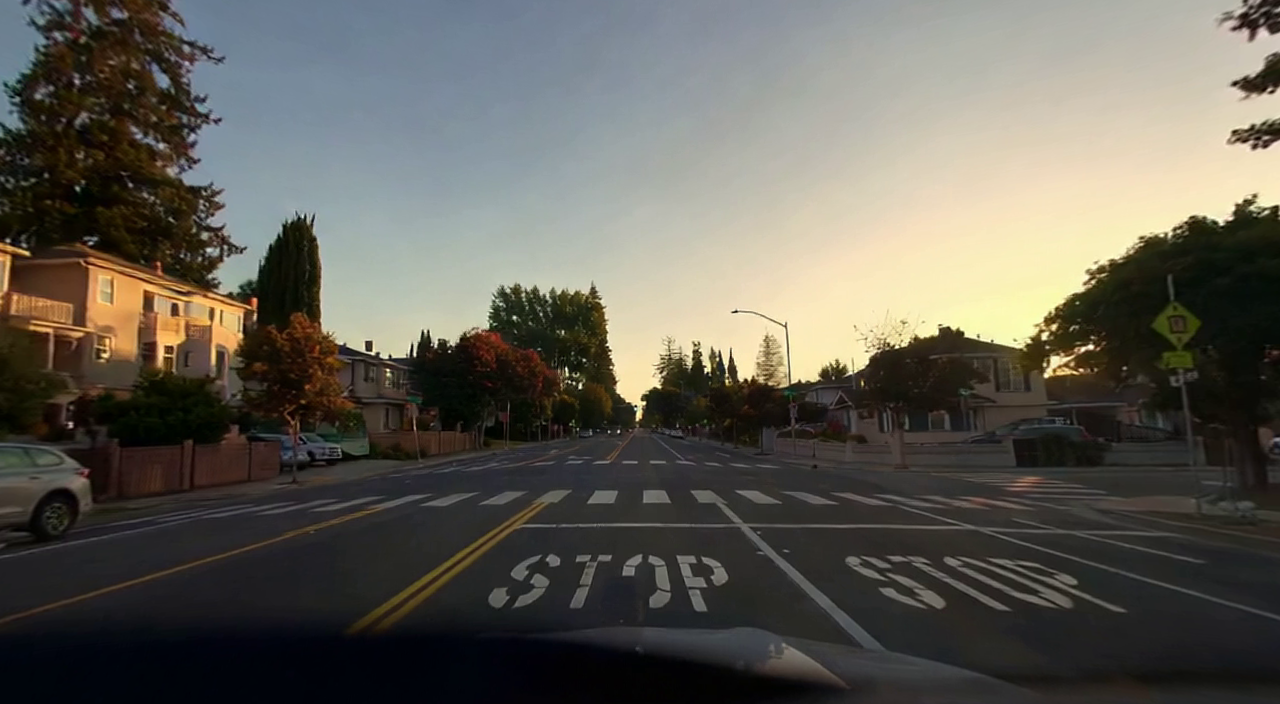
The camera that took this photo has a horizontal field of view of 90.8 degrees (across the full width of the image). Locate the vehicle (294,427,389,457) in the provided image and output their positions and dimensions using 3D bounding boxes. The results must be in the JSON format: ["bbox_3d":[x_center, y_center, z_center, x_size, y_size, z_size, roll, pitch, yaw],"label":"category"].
[{"bbox_3d":[-18.037,5.497,38.371,4.743,1.734,1.994,0,-9,0],"label":"vehicle"}]

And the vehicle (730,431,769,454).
[{"bbox_3d":[7.917,6.643,46.149,2.029,1.554,4.705,0,-9,1],"label":"vehicle"}]

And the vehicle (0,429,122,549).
[{"bbox_3d":[-11.191,2.212,10.066,2.078,1.843,4.615,-1,-6,-2],"label":"vehicle"}]

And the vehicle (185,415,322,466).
[{"bbox_3d":[-17.993,4.172,29.643,4.800,2.259,2.303,0,-9,-1],"label":"vehicle"}]
